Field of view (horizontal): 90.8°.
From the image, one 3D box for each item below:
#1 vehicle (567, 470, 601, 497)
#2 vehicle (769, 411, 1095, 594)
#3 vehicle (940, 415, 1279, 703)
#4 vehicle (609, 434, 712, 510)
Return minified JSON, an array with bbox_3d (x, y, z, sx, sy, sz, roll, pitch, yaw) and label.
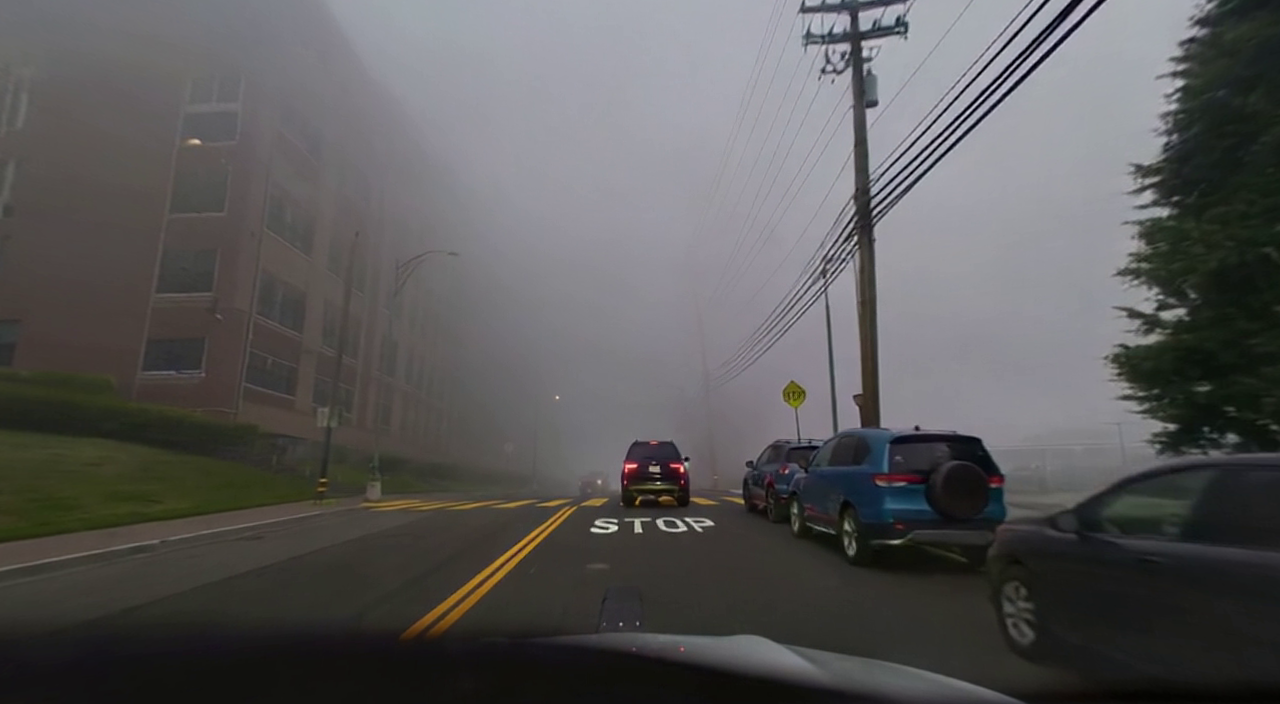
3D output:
[{"bbox_3d":[-3.646,8.633,41.691,1.911,1.563,4.057,0,-8,0],"label":"vehicle"},{"bbox_3d":[3.262,1.764,8.330,2.039,1.731,4.428,0,-8,-2],"label":"vehicle"},{"bbox_3d":[3.401,1.065,2.980,1.828,1.476,3.984,0,-8,-3],"label":"vehicle"},{"bbox_3d":[0.738,3.243,17.644,2.214,1.789,4.872,-2,-9,10],"label":"vehicle"}]
